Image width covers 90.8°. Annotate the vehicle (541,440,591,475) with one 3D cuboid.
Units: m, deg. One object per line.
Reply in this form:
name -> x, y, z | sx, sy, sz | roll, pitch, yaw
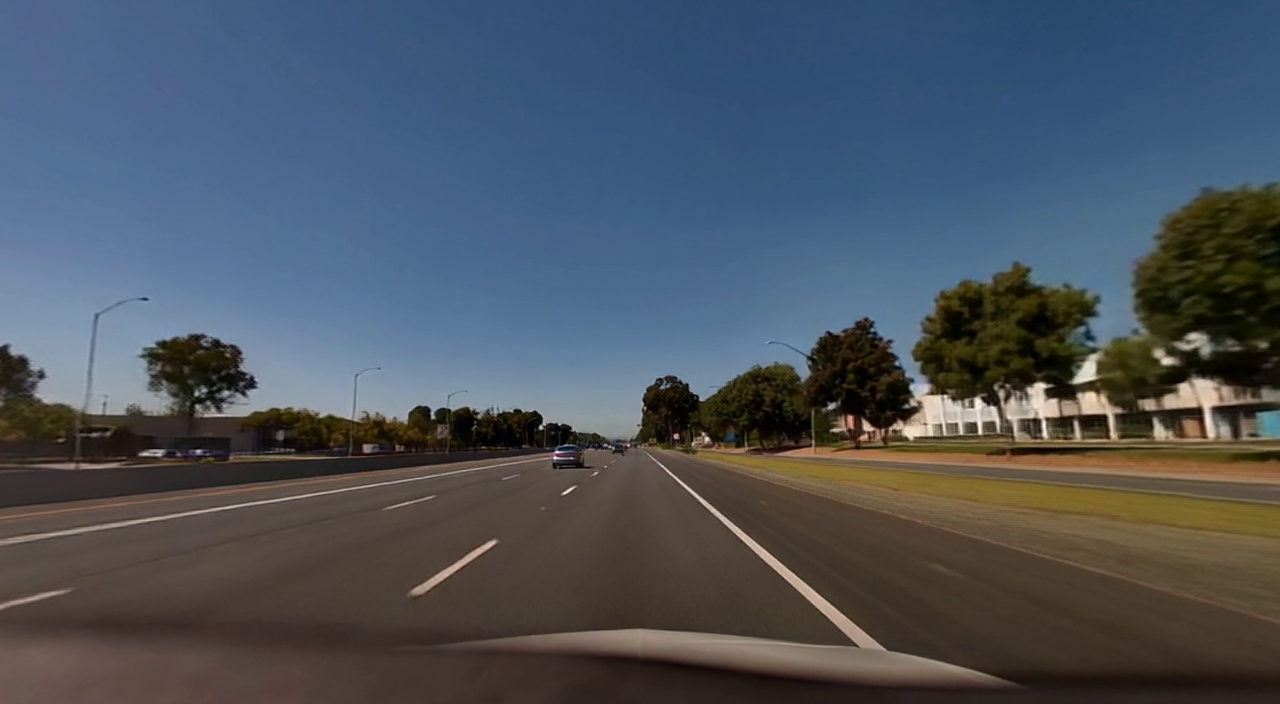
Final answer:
vehicle -> -3.982, 5.740, 34.712 | 2.150, 1.761, 4.697 | -1, -8, 0
